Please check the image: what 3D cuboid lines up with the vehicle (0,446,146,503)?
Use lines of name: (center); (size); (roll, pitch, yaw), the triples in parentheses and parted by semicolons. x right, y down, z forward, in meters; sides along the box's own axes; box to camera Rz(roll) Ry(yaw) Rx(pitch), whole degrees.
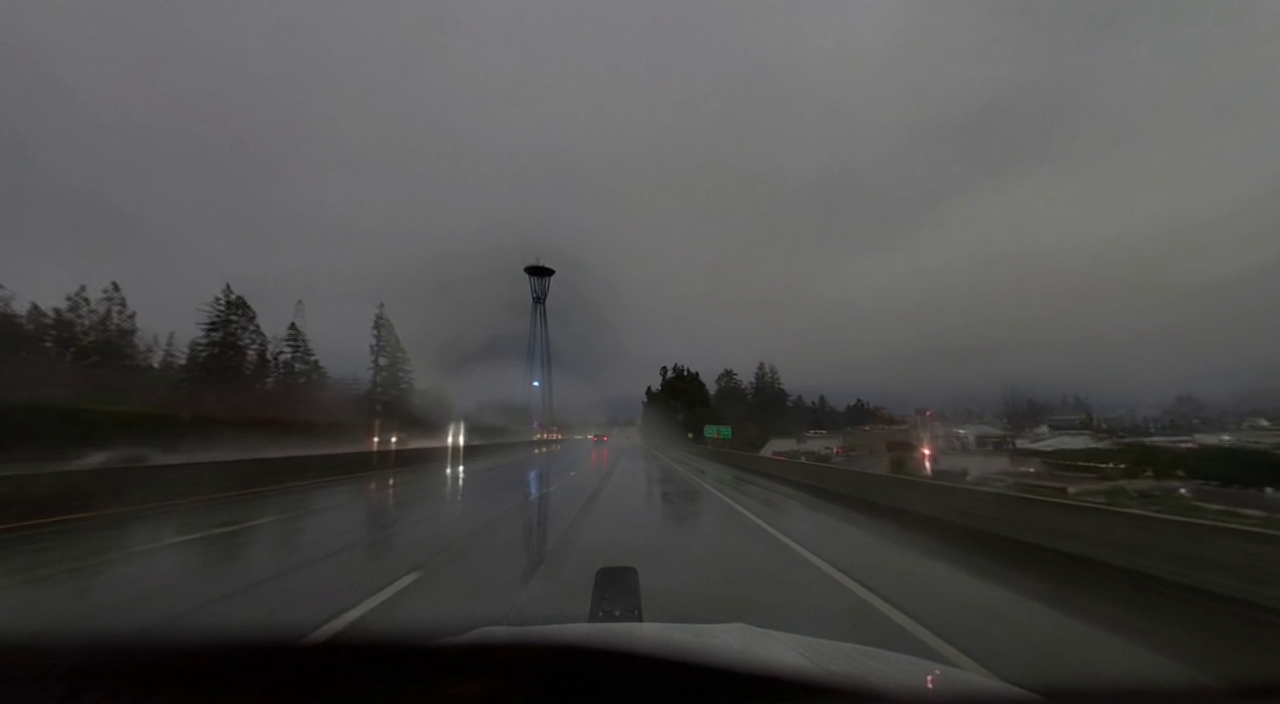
vehicle: (-17.702, 3.668, 19.352); (1.807, 1.489, 3.962); (0, -8, -1)
